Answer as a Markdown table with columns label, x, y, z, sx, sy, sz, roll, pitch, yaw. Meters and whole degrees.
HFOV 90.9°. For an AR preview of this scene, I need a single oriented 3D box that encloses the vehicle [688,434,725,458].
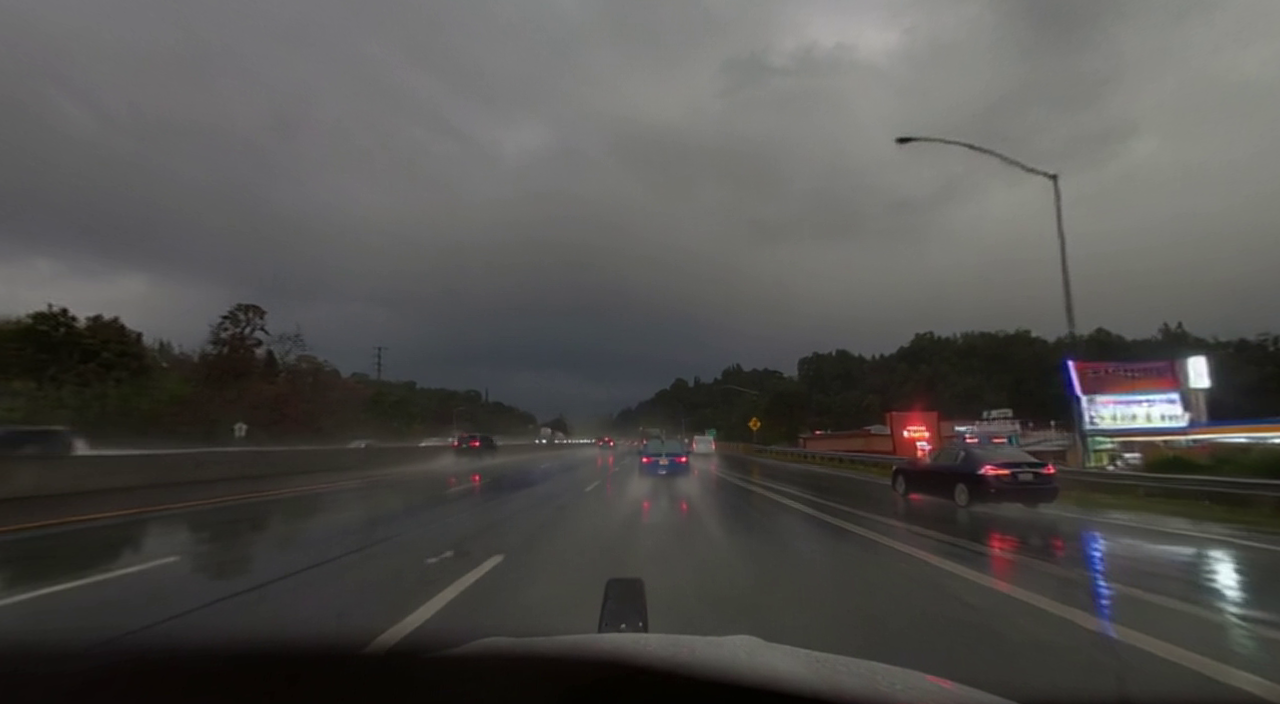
| label | x | y | z | sx | sy | sz | roll | pitch | yaw |
| --- | --- | --- | --- | --- | --- | --- | --- | --- | --- |
| vehicle | 5.003 | 7.170 | 48.096 | 2.261 | 1.781 | 4.709 | 0 | -8 | -1 |

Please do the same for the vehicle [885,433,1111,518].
| label | x | y | z | sx | sy | sz | roll | pitch | yaw |
| --- | --- | --- | --- | --- | --- | --- | --- | --- | --- |
| vehicle | 7.081 | 2.472 | 13.172 | 2.030 | 1.442 | 4.358 | 0 | -8 | -2 |

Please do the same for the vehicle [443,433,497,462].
| label | x | y | z | sx | sy | sz | roll | pitch | yaw |
| --- | --- | --- | --- | --- | --- | --- | --- | --- | --- |
| vehicle | -10.331 | 5.847 | 38.633 | 1.950 | 1.664 | 4.403 | 0 | -8 | 1 |

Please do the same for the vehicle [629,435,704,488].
| label | x | y | z | sx | sy | sz | roll | pitch | yaw |
| --- | --- | --- | --- | --- | --- | --- | --- | --- | --- |
| vehicle | 0.742 | 3.404 | 19.842 | 2.113 | 1.464 | 4.073 | 0 | -8 | 0 |

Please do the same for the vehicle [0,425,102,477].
| label | x | y | z | sx | sy | sz | roll | pitch | yaw |
| --- | --- | --- | --- | --- | --- | --- | --- | --- | --- |
| vehicle | -21.362 | 3.365 | 21.555 | 1.901 | 1.635 | 4.548 | 0 | -8 | 0 |
